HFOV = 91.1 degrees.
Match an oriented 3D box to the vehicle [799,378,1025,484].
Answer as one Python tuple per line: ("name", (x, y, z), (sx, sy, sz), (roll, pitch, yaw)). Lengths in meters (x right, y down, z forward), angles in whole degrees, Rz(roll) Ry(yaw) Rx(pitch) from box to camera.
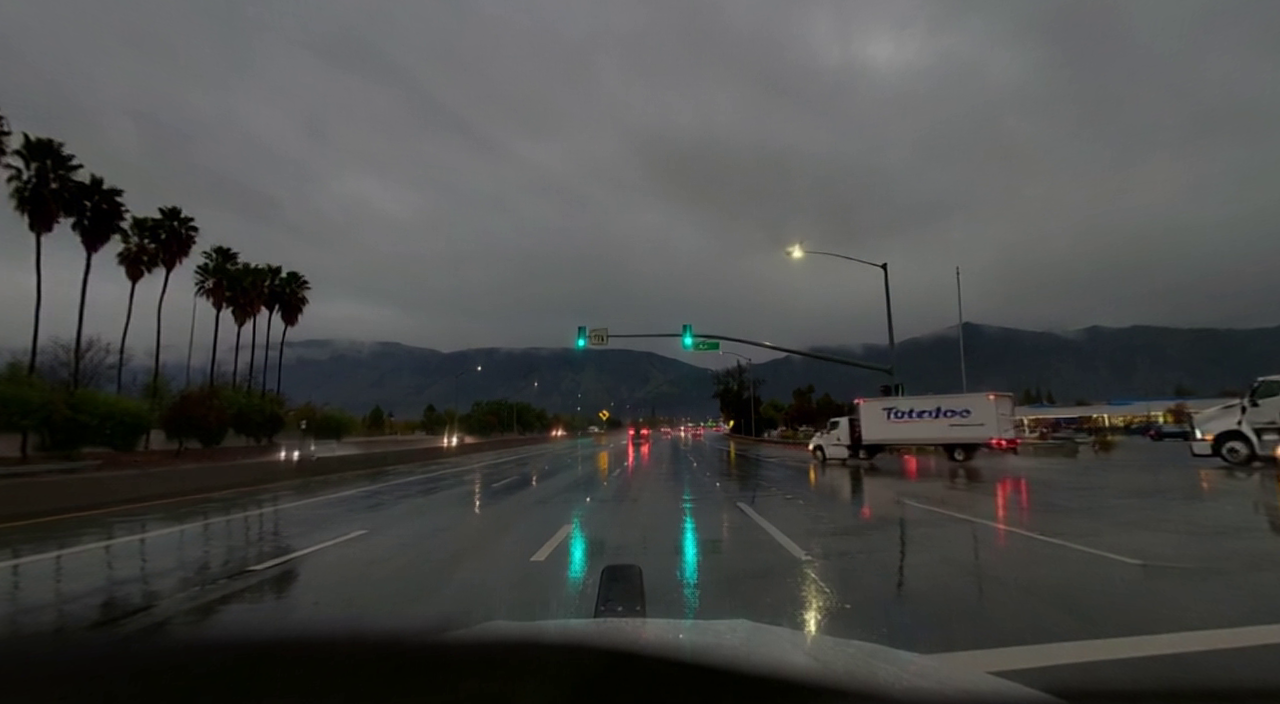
("vehicle", (10.118, 3.050, 23.809), (7.088, 3.414, 3.237), (-6, -11, 37))
